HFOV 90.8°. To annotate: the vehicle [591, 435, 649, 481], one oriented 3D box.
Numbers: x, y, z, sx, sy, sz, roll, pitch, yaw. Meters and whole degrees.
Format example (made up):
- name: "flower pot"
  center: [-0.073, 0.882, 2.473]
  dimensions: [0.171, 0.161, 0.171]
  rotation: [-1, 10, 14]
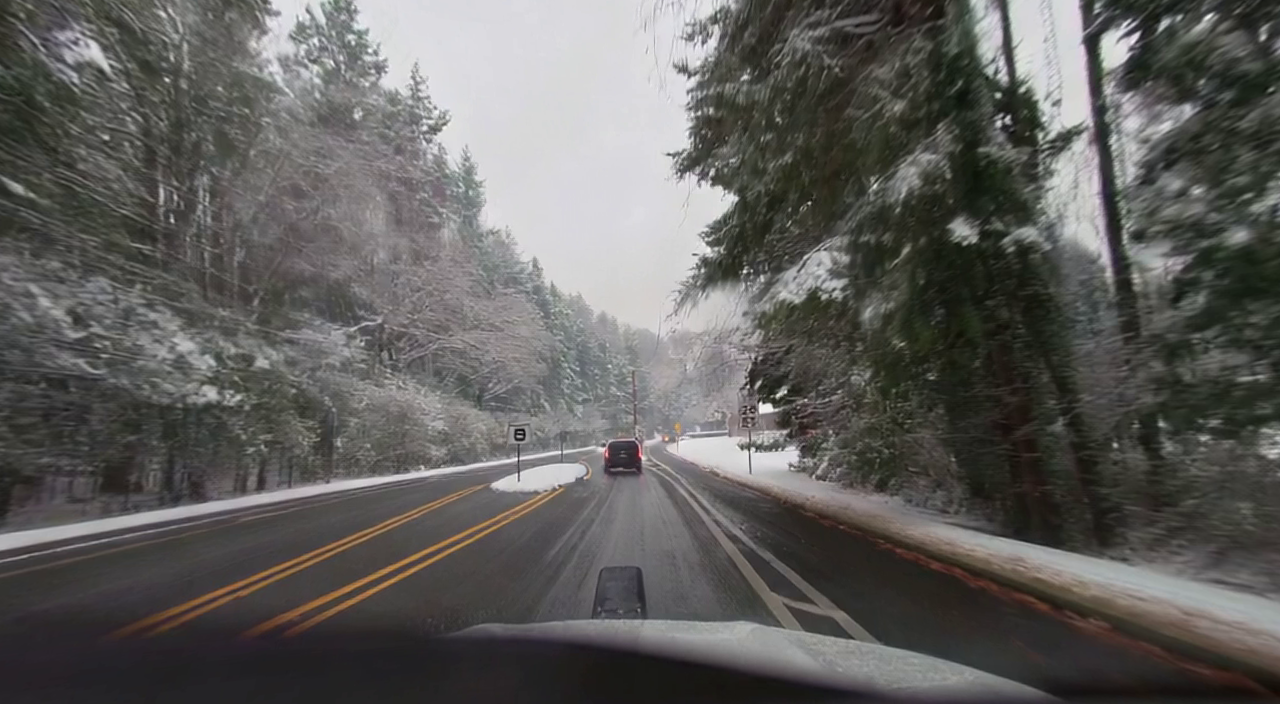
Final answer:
- name: "vehicle"
  center: [-0.849, 4.330, 25.948]
  dimensions: [2.216, 1.708, 4.110]
  rotation: [1, -9, -3]
